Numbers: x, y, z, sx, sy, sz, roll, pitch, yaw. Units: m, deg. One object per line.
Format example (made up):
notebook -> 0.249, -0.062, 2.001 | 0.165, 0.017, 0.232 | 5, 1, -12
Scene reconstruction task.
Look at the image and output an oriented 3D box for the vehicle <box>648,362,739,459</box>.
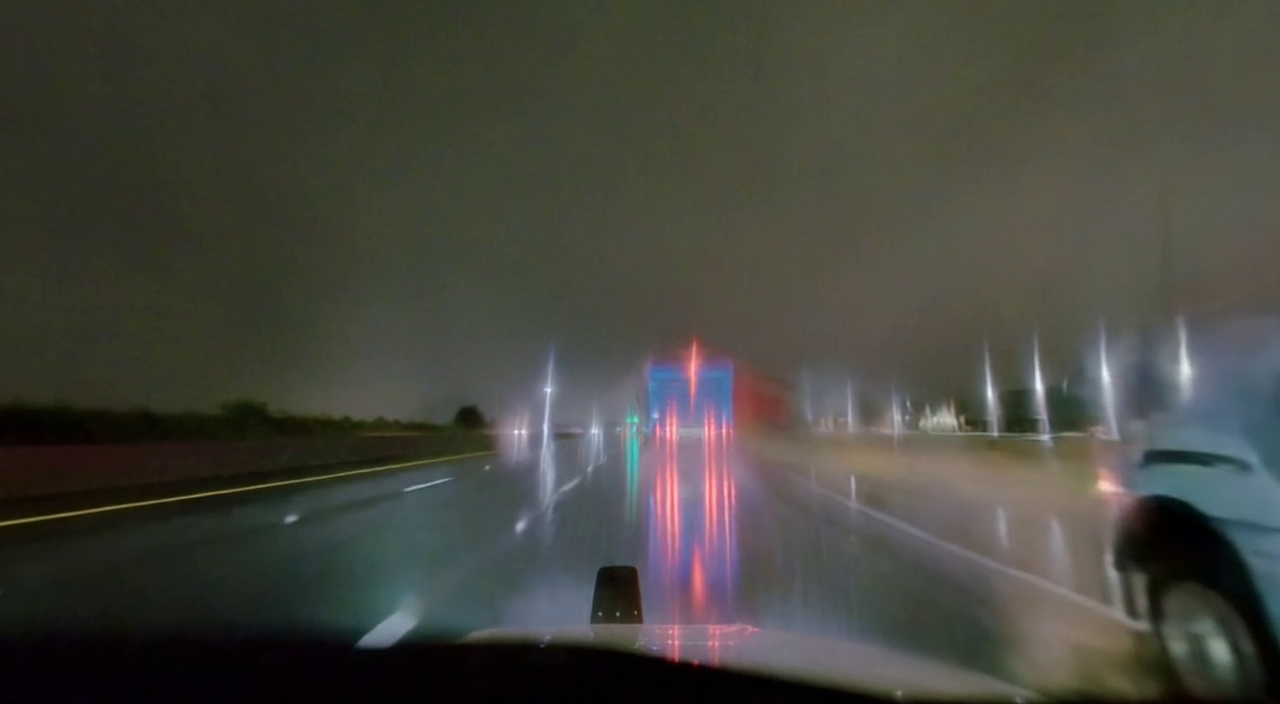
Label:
vehicle -> 2.124, 3.015, 30.157 | 3.446, 3.698, 12.089 | 0, -8, 1
